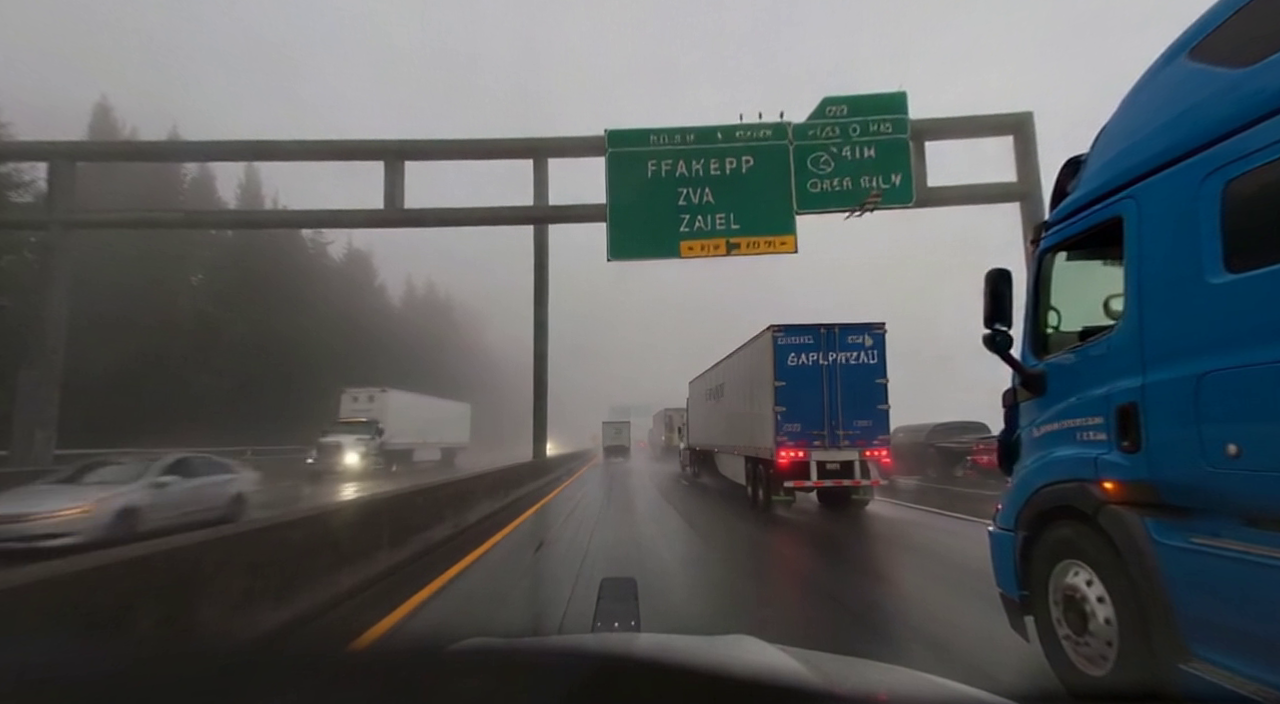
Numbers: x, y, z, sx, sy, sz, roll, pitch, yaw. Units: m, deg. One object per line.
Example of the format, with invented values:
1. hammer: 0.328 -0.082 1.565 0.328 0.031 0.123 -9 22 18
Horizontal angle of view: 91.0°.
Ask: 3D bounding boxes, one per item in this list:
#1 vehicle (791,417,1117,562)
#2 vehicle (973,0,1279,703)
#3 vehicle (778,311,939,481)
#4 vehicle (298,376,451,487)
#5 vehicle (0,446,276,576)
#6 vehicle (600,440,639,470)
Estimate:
1. vehicle: 4.434 1.745 8.808 4.253 1.543 2.045 4 -9 -31
2. vehicle: 4.023 -0.226 1.479 2.951 3.857 5.902 0 -8 -2
3. vehicle: 4.148 0.898 12.367 2.244 3.047 2.035 0 -8 -2
4. vehicle: -13.064 4.206 32.792 2.972 4.669 12.286 0 -8 -2
5. vehicle: -8.455 2.417 10.523 2.045 1.603 4.731 0 -8 -2
6. vehicle: -1.076 5.447 33.474 1.943 1.491 3.459 0 -8 -1
